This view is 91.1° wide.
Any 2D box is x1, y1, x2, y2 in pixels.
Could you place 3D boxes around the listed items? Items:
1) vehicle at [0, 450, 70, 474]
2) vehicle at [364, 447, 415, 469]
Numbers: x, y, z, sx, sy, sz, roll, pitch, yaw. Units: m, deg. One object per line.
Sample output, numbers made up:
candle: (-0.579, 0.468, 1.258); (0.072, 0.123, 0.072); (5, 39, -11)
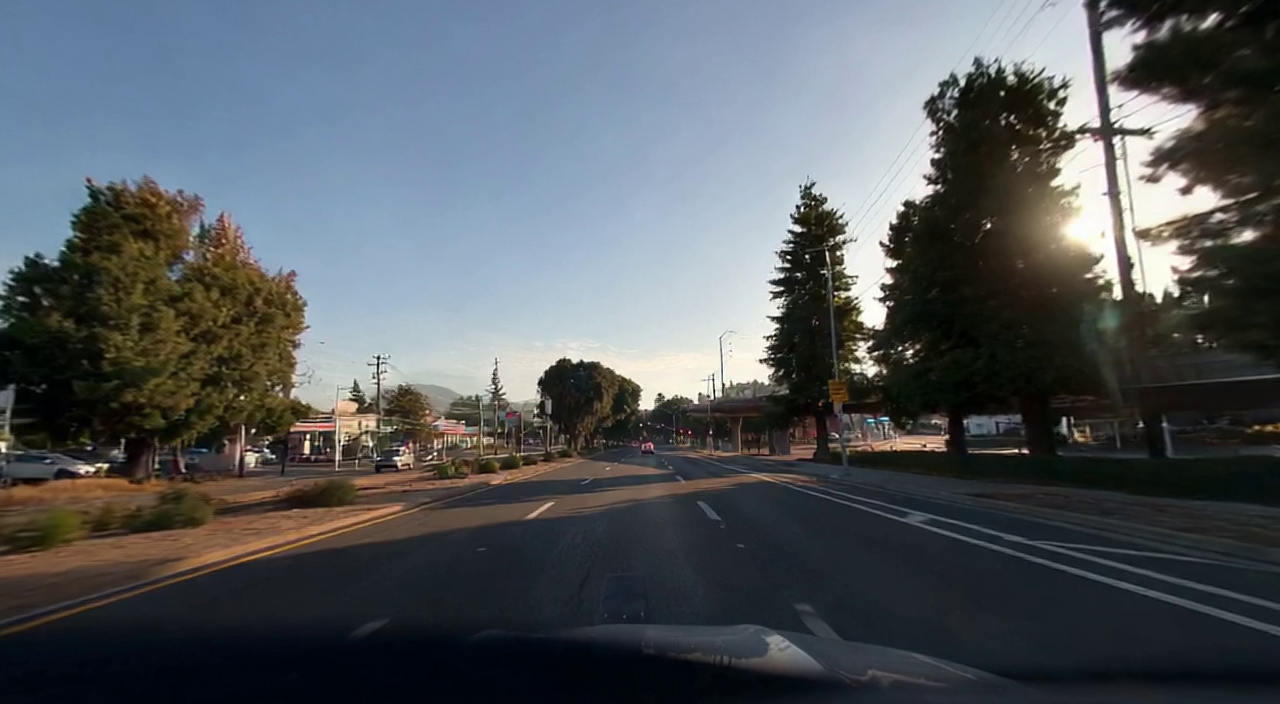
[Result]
vehicle: (-45.324, 8.091, 46.278); (4.534, 1.702, 1.993); (0, -9, 1)
vehicle: (-19.532, 8.267, 49.094); (2.002, 1.642, 4.619); (0, -8, 1)
